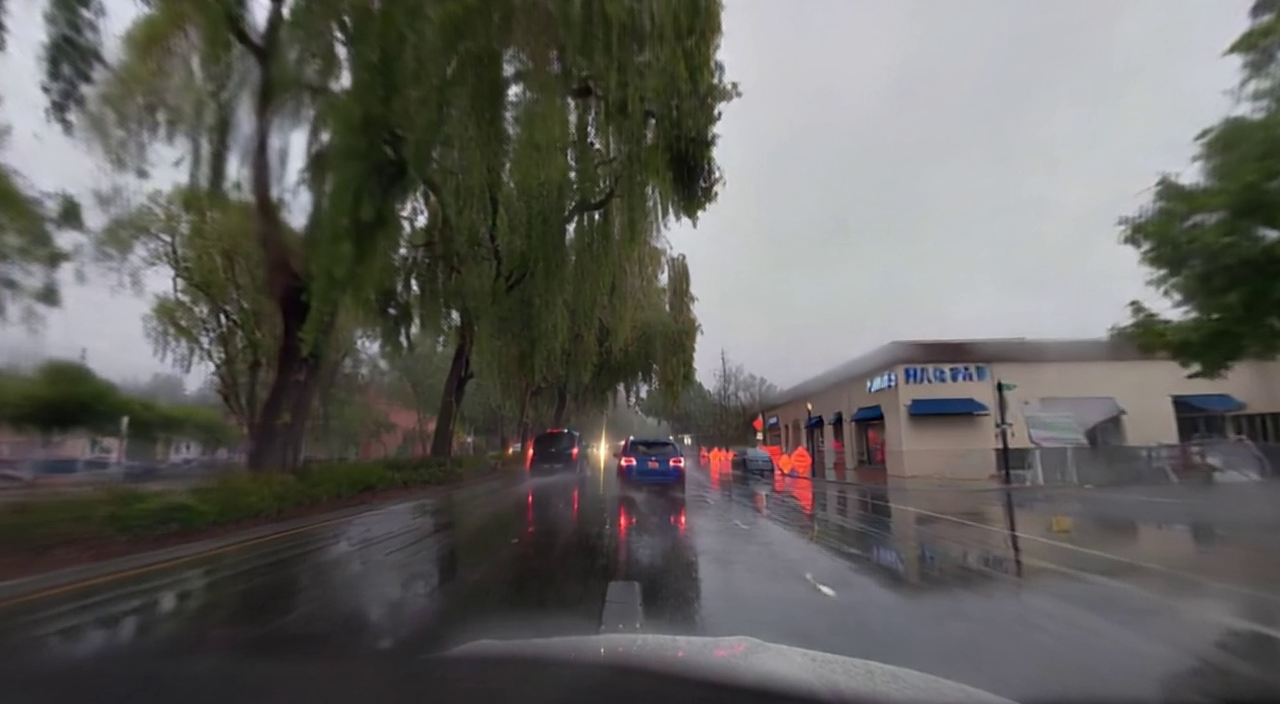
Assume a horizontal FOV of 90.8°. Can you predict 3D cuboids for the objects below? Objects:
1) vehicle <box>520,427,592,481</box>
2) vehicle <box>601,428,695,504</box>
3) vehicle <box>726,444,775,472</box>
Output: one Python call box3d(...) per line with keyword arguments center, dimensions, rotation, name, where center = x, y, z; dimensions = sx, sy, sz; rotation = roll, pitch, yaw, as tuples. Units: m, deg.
box3d(center=(-3.485, 4.390, 27.465), dimensions=(2.357, 2.063, 5.488), rotation=(0, -8, 0), name="vehicle")
box3d(center=(0.122, 2.951, 16.762), dimensions=(2.168, 1.725, 4.192), rotation=(0, -8, -2), name="vehicle")
box3d(center=(6.557, 6.333, 37.866), dimensions=(2.076, 1.535, 4.460), rotation=(1, -9, -1), name="vehicle")
